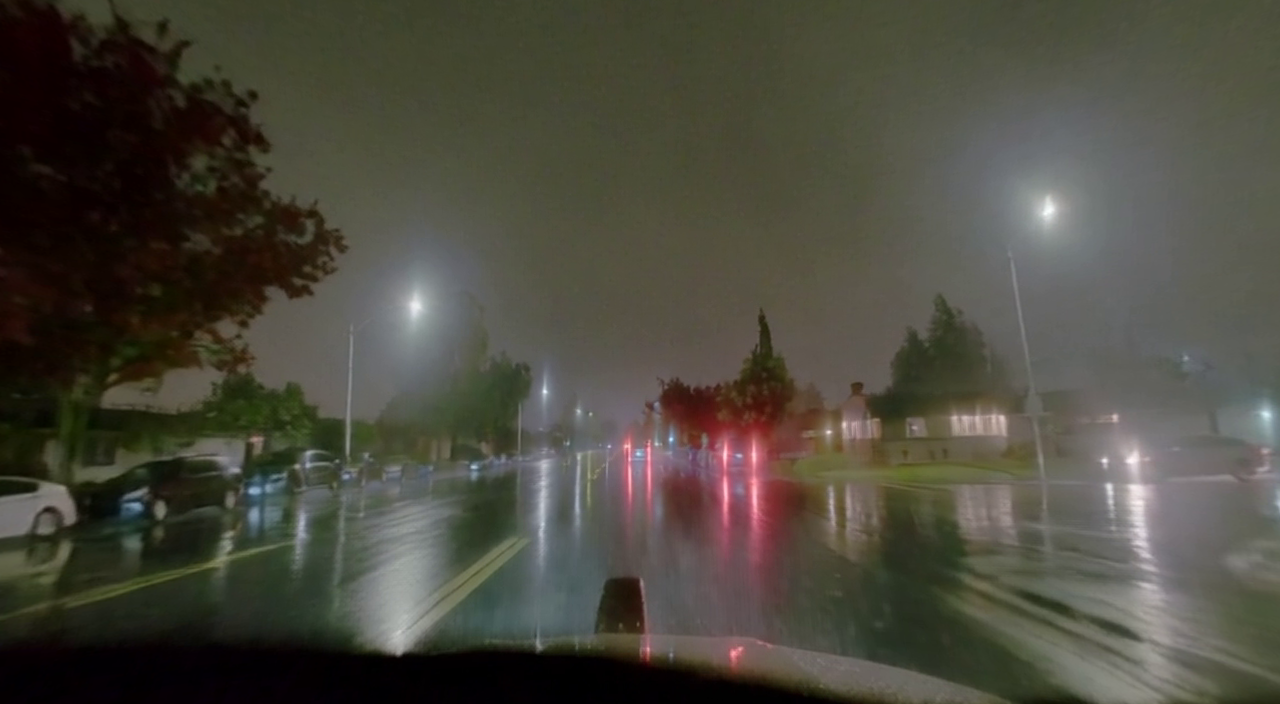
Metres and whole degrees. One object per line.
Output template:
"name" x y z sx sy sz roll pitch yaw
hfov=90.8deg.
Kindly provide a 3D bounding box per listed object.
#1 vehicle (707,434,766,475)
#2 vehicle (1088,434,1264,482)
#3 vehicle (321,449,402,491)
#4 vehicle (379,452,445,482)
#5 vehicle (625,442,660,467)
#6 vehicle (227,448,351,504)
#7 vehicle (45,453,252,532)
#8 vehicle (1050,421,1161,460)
"vehicle" 5.055 5.409 33.771 2.195 2.000 4.789 1 -8 -3
"vehicle" 18.463 3.663 21.930 4.240 1.560 1.929 0 -9 2
"vehicle" -12.790 5.396 29.344 1.917 1.739 4.461 0 -9 -3
"vehicle" -12.649 6.400 35.363 1.835 1.488 4.696 0 -9 1
"vehicle" 0.105 6.309 39.065 2.022 1.471 3.973 0 -9 -2
"vehicle" -12.673 4.458 23.280 1.904 1.805 5.100 0 -9 -4
"vehicle" -12.734 3.604 16.849 1.938 1.738 4.516 0 -9 -2
"vehicle" 23.508 4.528 32.208 1.990 1.816 4.755 0 -9 0
